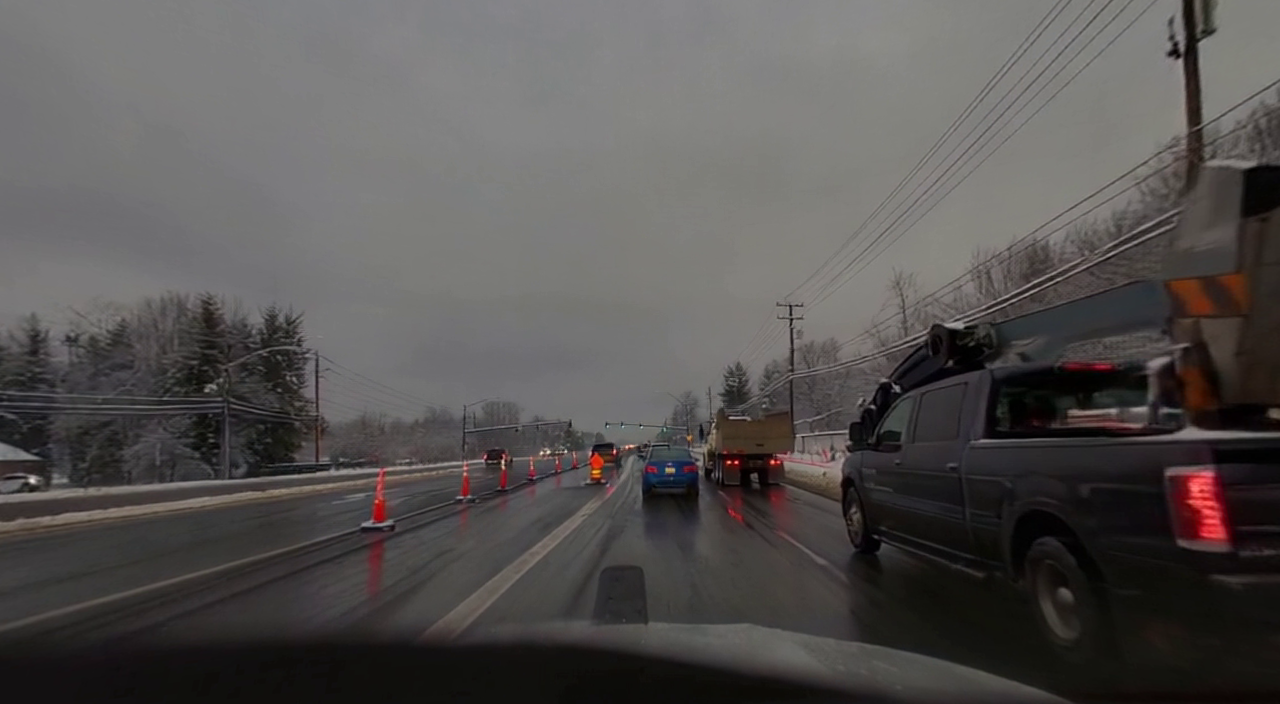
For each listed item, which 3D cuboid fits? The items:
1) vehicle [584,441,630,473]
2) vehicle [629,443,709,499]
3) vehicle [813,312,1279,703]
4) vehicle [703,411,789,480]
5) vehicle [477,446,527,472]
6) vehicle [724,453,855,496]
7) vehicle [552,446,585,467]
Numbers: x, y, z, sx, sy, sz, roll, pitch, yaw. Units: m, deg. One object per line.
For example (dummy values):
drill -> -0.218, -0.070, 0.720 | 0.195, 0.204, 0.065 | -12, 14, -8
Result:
vehicle -> -1.856, 6.134, 37.085 | 1.989, 1.729, 4.184 | -1, -9, 7
vehicle -> 0.781, 3.479, 18.914 | 2.128, 1.473, 4.272 | 0, -8, 0
vehicle -> 3.824, 1.263, 5.992 | 2.555, 2.017, 6.201 | 0, -9, 0
vehicle -> 4.778, 4.399, 29.746 | 2.953, 2.907, 6.339 | 0, -8, 0
vehicle -> -8.213, 6.411, 38.076 | 2.018, 1.490, 4.926 | 0, -8, -2
vehicle -> 4.987, 4.276, 22.695 | 2.554, 1.217, 7.611 | 1, -9, -3
vehicle -> -5.384, 7.882, 47.815 | 1.999, 1.538, 4.325 | 0, -8, -1
